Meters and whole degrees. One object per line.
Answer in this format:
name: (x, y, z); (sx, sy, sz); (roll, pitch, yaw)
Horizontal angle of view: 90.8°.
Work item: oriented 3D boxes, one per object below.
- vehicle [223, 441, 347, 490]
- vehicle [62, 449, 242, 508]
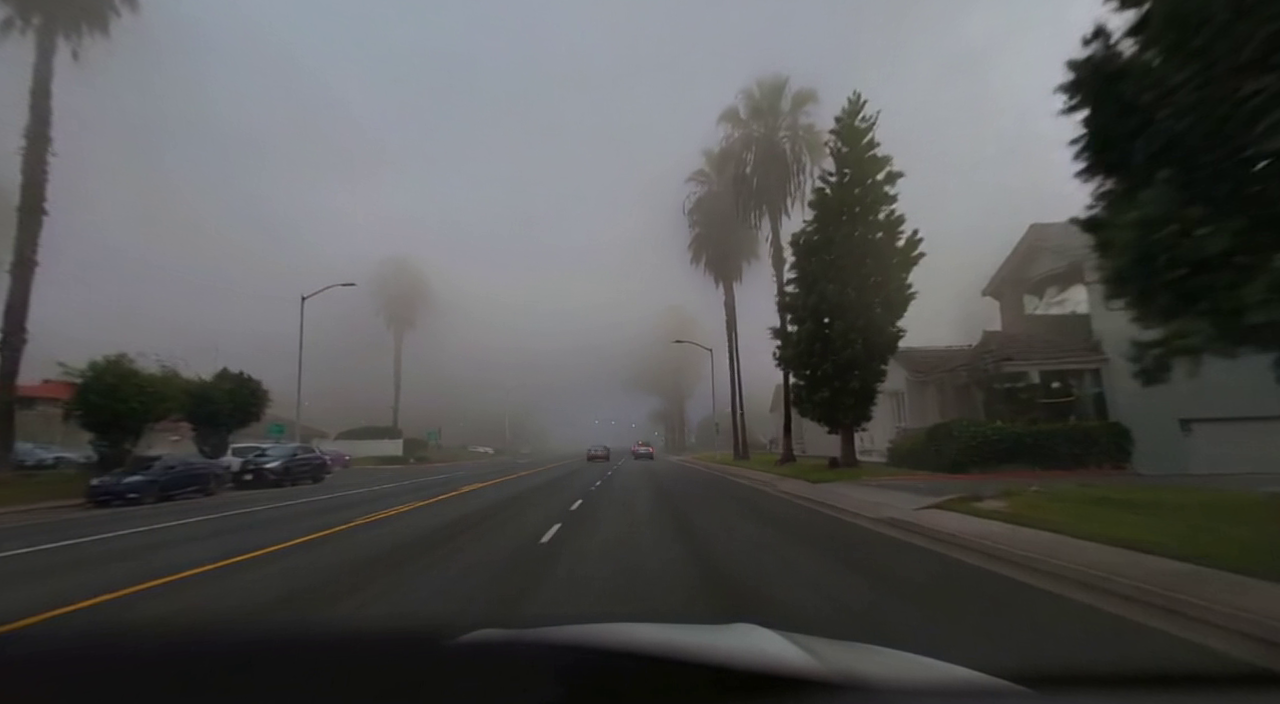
vehicle: (-14.350, 4.601, 26.027); (2.143, 1.808, 5.265); (0, -9, -1)
vehicle: (-14.229, 3.678, 18.853); (1.883, 1.496, 4.445); (0, -9, -1)
